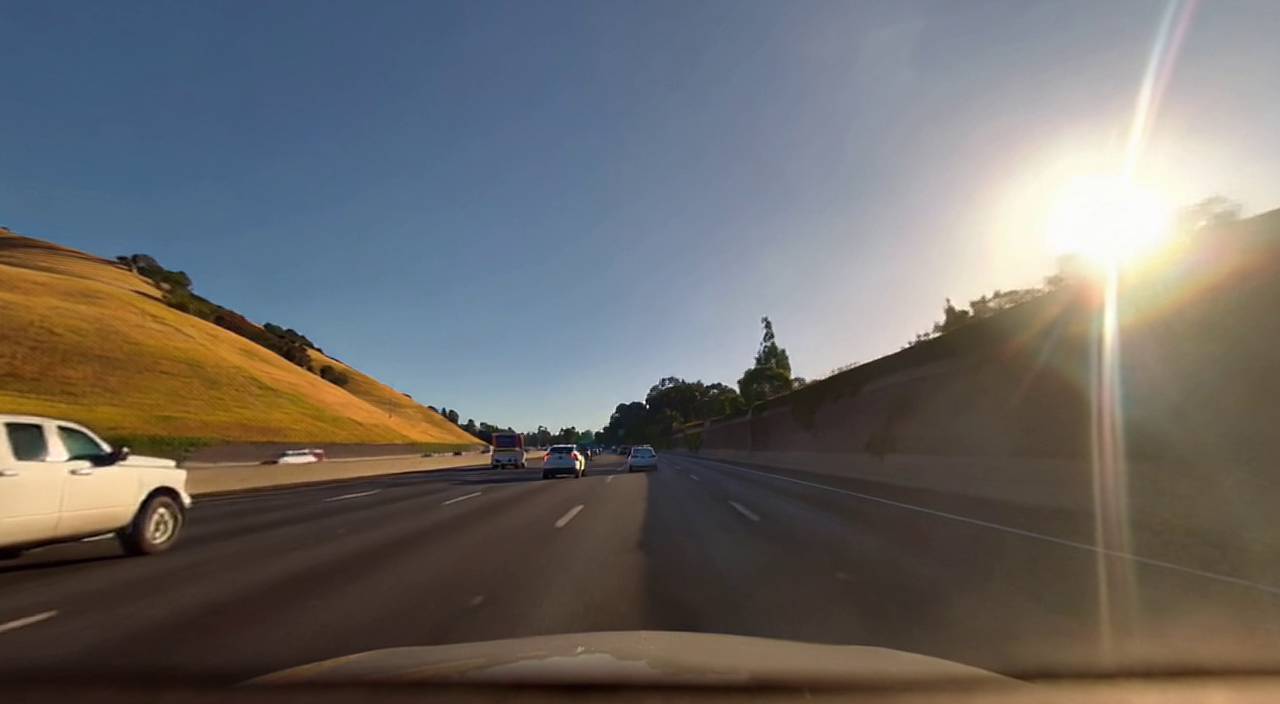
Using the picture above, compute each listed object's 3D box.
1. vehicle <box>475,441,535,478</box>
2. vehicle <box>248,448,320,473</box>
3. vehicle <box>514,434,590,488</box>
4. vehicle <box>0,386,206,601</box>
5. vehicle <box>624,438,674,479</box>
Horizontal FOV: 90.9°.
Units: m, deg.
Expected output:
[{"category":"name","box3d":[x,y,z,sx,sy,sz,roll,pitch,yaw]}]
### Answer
[{"category":"vehicle","box3d":[-6.676,5.368,31.736,2.059,1.745,4.239,0,-9,0]},{"category":"vehicle","box3d":[-23.435,7.130,41.782,1.953,1.532,4.791,0,-9,1]},{"category":"vehicle","box3d":[-3.173,4.057,23.790,2.093,1.820,4.506,0,-9,1]},{"category":"vehicle","box3d":[-6.639,1.212,5.339,2.108,1.856,5.214,0,-9,1]},{"category":"vehicle","box3d":[0.400,5.138,30.685,2.233,1.804,4.273,0,-9,0]}]
